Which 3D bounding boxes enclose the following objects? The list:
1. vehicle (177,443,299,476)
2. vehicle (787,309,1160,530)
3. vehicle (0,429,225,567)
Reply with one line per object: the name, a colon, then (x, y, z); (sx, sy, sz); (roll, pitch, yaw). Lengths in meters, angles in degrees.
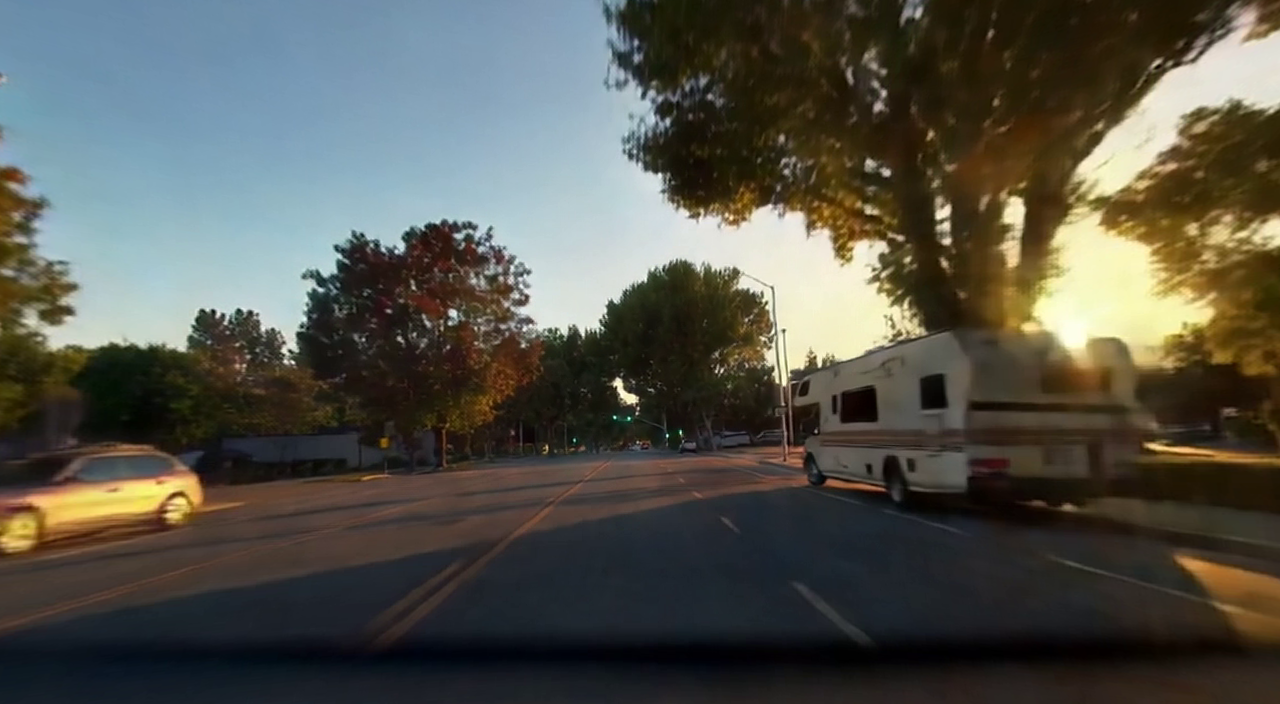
vehicle: (-26.594, 7.055, 41.973); (6.500, 1.985, 2.363); (6, -10, -38)
vehicle: (6.023, 1.667, 14.203); (2.944, 3.252, 9.712); (0, -8, -1)
vehicle: (-9.924, 2.337, 10.901); (2.391, 1.843, 4.764); (-2, -8, -1)
